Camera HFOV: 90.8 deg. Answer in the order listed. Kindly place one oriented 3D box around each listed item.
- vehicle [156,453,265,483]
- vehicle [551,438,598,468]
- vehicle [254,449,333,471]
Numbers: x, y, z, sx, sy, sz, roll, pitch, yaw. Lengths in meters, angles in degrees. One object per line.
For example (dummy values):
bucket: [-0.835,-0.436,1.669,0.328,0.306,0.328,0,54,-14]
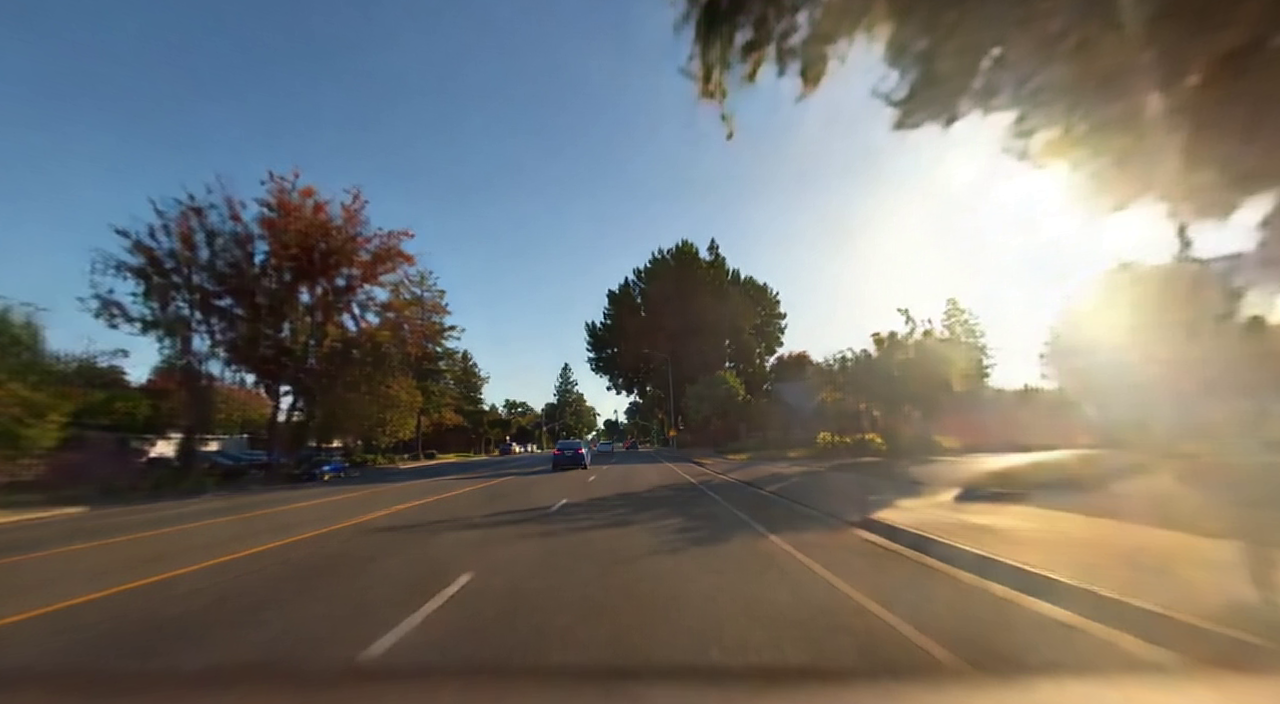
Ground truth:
vehicle: [-22.252,5.986,32.845,4.252,1.458,1.915,0,-8,1]
vehicle: [-3.453,5.425,34.114,2.030,1.467,4.251,0,-8,0]
vehicle: [-24.020,7.458,43.919,4.235,1.456,2.171,0,-8,1]
